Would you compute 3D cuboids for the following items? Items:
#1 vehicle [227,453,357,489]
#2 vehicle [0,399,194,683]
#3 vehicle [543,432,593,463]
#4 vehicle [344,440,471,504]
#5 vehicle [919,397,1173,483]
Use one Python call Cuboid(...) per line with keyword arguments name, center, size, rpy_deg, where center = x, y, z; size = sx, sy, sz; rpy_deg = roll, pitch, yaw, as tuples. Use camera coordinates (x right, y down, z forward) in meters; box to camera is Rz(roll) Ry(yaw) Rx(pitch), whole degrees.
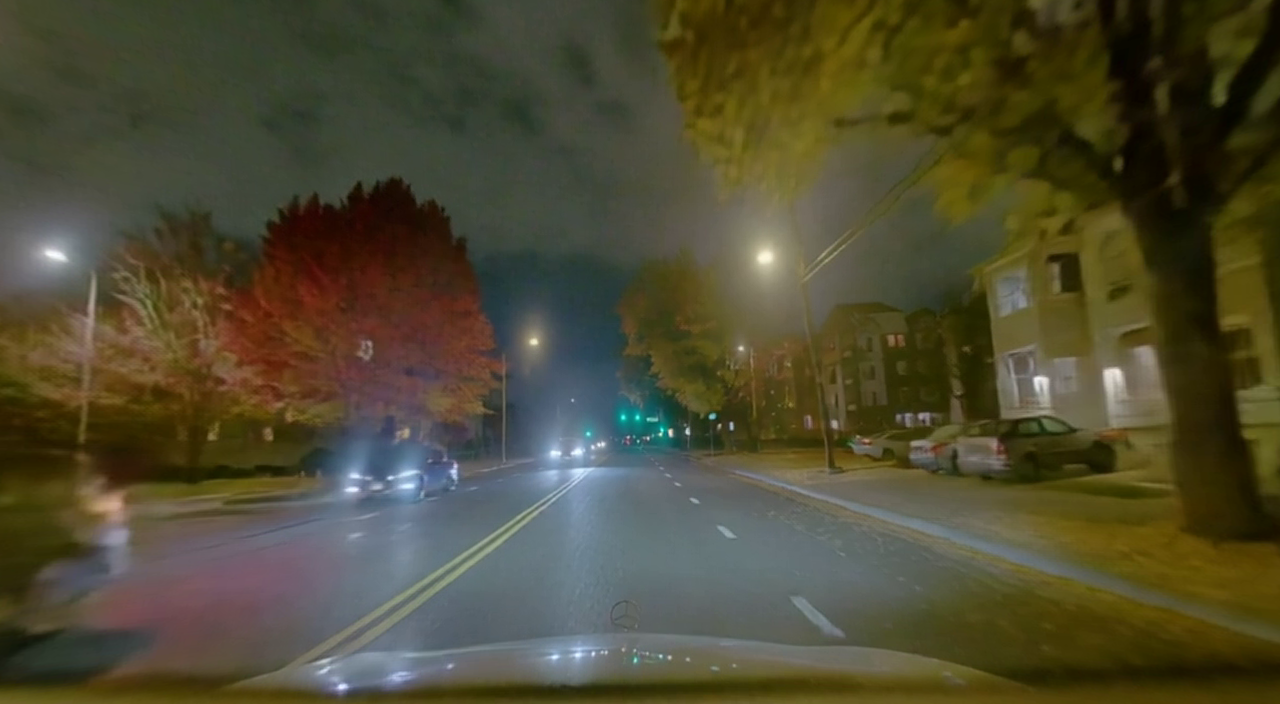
Cuboid(name="vehicle", center=(-15.141, 5.193, 27.641), size=(4.649, 1.423, 1.850), rpy_deg=(-2, -8, 5))
Cuboid(name="vehicle", center=(-5.103, 1.072, 3.220), size=(2.481, 1.714, 4.702), rpy_deg=(0, -9, -5))
Cuboid(name="vehicle", center=(-4.114, 5.582, 36.949), size=(2.356, 1.702, 4.700), rpy_deg=(-1, -8, 0))
Cuboid(name="vehicle", center=(-6.212, 3.214, 17.488), size=(1.968, 1.483, 4.279), rpy_deg=(0, -8, -2))
Cuboid(name="vehicle", center=(9.264, 2.083, 14.810), size=(4.385, 1.612, 2.070), rpy_deg=(-4, -9, 5))
